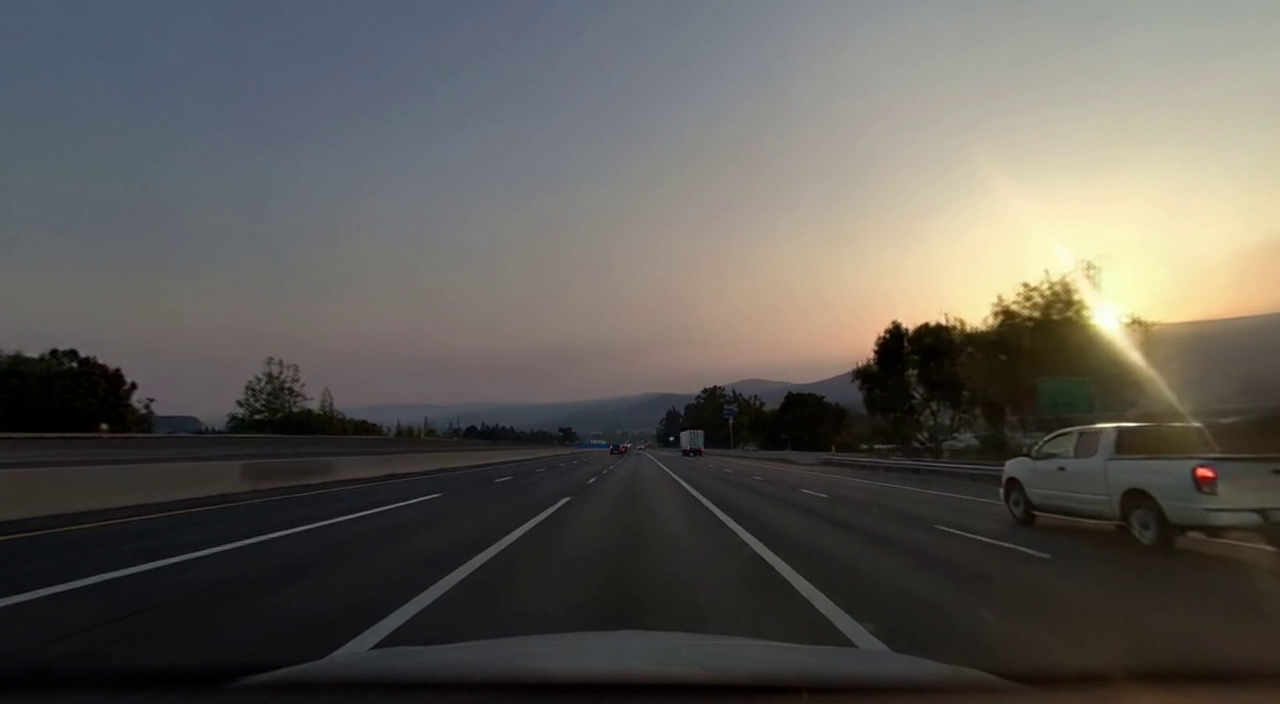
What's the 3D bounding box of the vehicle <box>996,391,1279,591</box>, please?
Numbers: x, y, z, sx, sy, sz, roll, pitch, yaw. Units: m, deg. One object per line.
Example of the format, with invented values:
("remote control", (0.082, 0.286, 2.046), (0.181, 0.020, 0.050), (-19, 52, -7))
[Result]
("vehicle", (6.769, 1.557, 7.705), (2.096, 1.767, 4.601), (0, -9, 0))
